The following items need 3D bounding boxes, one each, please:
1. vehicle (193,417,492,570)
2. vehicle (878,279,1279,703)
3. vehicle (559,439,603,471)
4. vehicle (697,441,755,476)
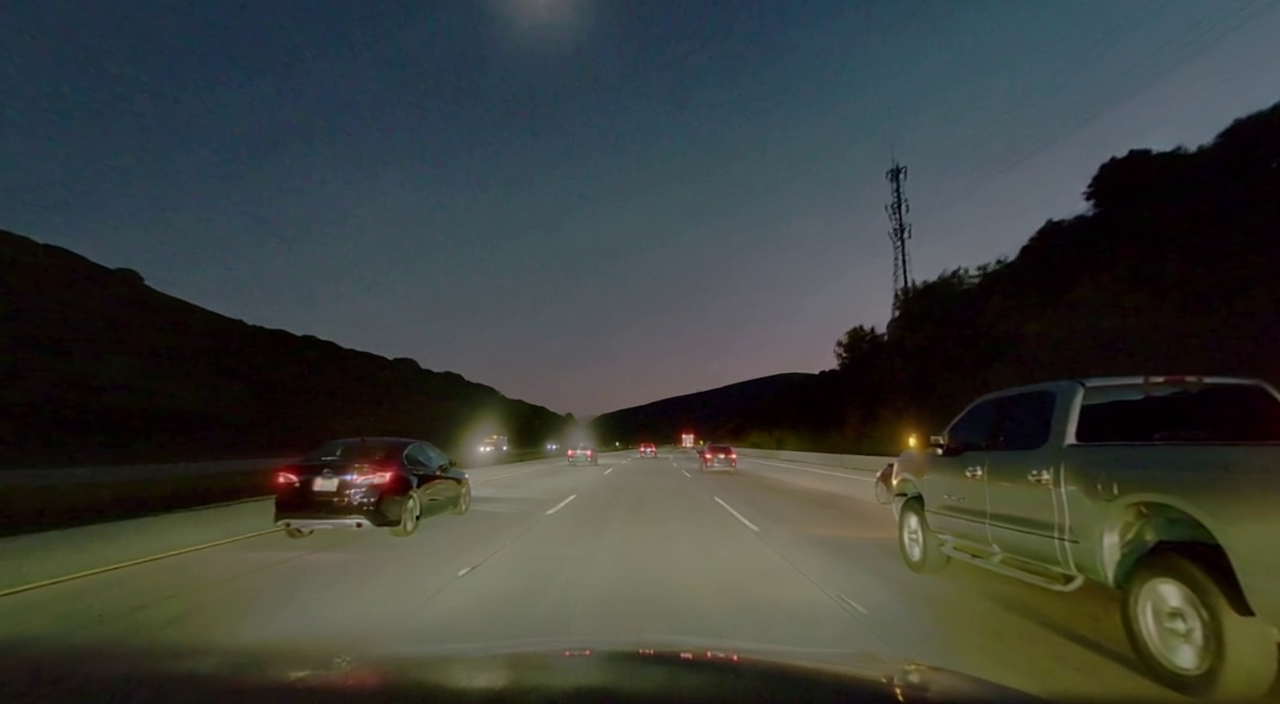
[{"bbox_3d":[-3.777,1.883,9.182,2.113,1.636,4.494,0,-9,1],"label":"vehicle"},{"bbox_3d":[3.516,0.904,3.846,2.098,1.925,5.171,0,-9,0],"label":"vehicle"},{"bbox_3d":[-3.340,5.920,36.383,2.021,1.679,4.310,-1,-9,2],"label":"vehicle"},{"bbox_3d":[3.884,4.905,29.197,2.046,1.471,4.333,0,-9,0],"label":"vehicle"}]
